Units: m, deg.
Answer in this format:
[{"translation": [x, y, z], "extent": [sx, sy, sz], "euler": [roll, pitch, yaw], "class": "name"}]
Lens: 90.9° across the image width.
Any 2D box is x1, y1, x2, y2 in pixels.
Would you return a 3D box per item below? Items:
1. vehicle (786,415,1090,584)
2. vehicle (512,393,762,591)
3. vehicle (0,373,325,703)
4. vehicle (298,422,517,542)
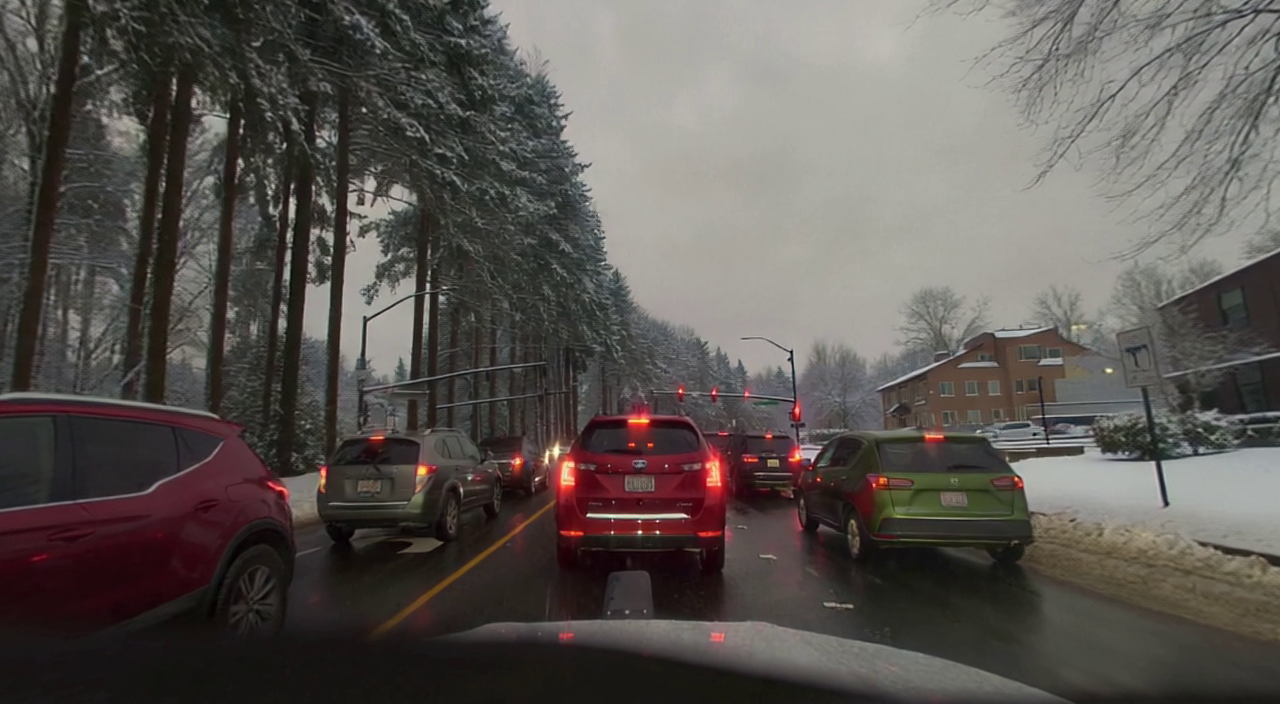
[{"translation": [3.263, 1.671, 7.857], "extent": [1.922, 1.579, 3.642], "euler": [0, -8, -1], "class": "vehicle"}, {"translation": [-0.006, 1.532, 7.657], "extent": [2.193, 1.744, 4.033], "euler": [0, -8, 1], "class": "vehicle"}, {"translation": [-3.772, 0.998, 3.307], "extent": [1.929, 1.641, 4.193], "euler": [0, -8, 2], "class": "vehicle"}, {"translation": [-3.647, 2.113, 10.925], "extent": [2.042, 1.641, 4.314], "euler": [0, -8, 1], "class": "vehicle"}]
